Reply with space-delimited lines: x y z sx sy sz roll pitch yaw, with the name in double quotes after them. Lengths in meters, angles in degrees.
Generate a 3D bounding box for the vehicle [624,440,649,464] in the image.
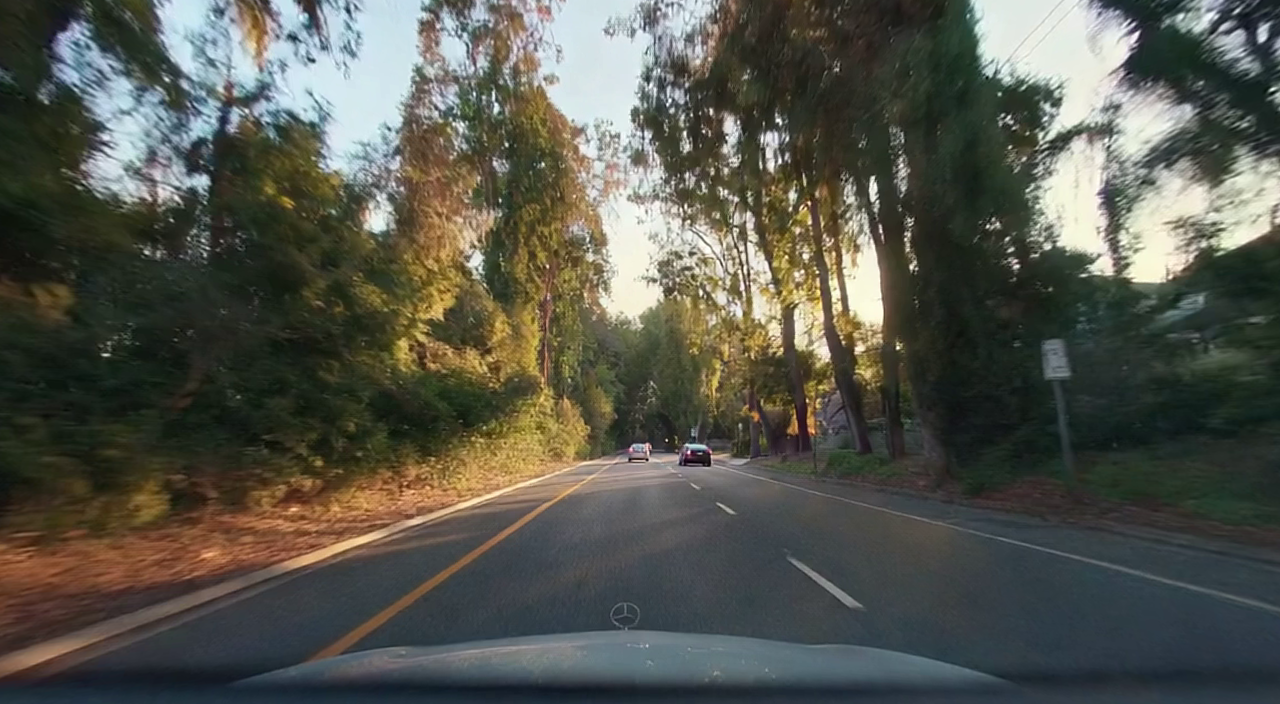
-0.294 7.855 49.680 1.925 1.799 4.257 0 -9 -1 "vehicle"

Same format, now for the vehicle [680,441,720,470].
3.561 6.185 38.014 1.888 1.640 4.044 0 -9 -2 "vehicle"
